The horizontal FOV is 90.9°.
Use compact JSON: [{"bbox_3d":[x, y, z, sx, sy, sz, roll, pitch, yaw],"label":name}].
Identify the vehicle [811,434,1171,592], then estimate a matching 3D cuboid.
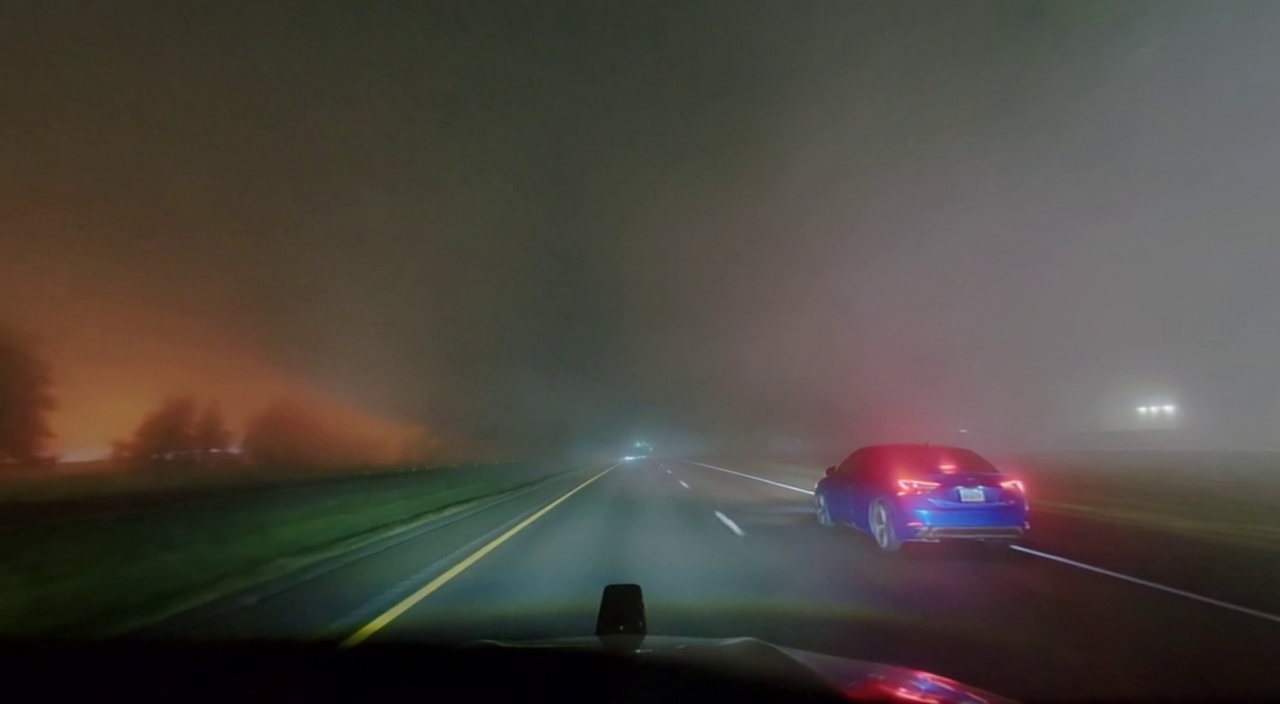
[{"bbox_3d":[4.023,1.904,8.492,2.053,1.490,4.799,0,-9,0],"label":"vehicle"}]
